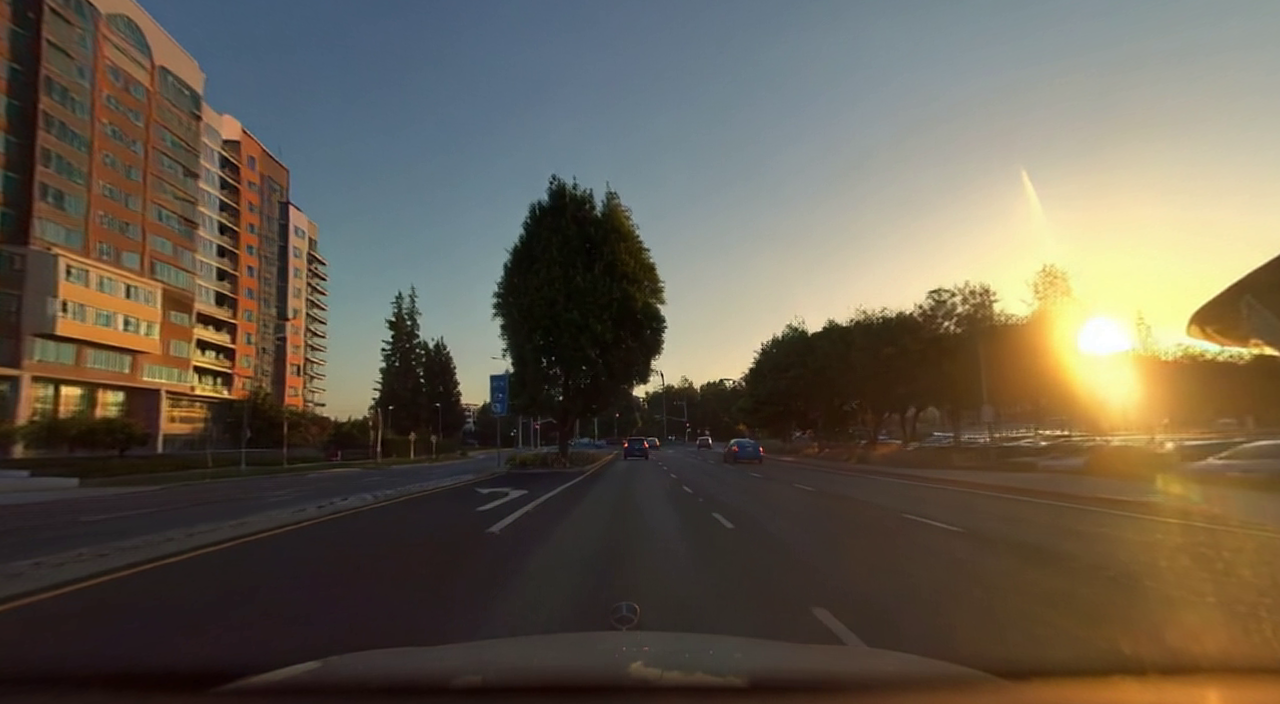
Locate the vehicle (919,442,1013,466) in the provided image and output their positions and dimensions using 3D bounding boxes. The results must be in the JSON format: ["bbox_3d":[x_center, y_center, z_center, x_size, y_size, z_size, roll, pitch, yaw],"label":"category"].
[{"bbox_3d":[19.813,6.202,38.340,4.653,1.438,1.939,0,-9,-2],"label":"vehicle"}]

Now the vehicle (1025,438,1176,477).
[{"bbox_3d":[19.130,4.389,26.340,4.644,1.552,1.980,-1,-9,4],"label":"vehicle"}]

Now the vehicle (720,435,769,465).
[{"bbox_3d":[6.606,6.249,40.306,2.136,1.799,4.796,0,-9,-2],"label":"vehicle"}]
